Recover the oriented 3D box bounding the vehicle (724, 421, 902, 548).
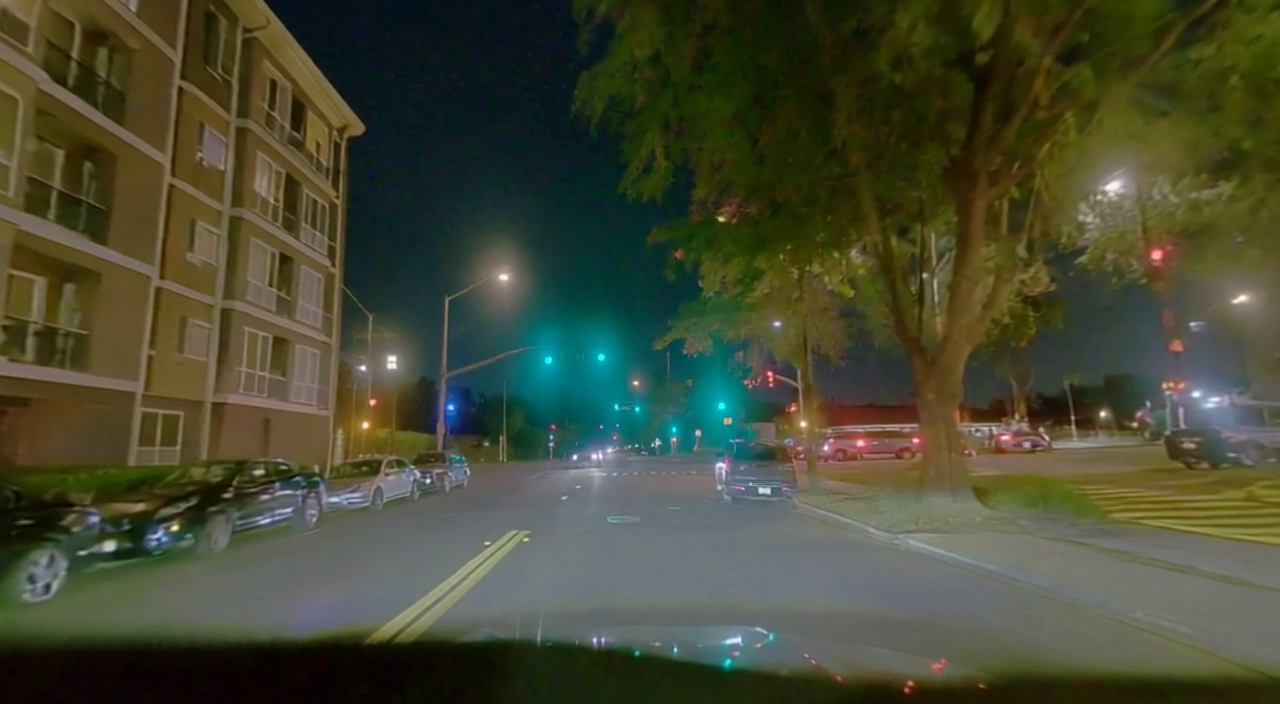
[{"bbox_3d":[3.013,2.328,12.299,2.034,1.689,4.978,0,-3,-1],"label":"vehicle"}]

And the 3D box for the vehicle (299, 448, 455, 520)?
[{"bbox_3d":[-6.270,3.165,15.759,1.934,1.484,4.630,0,-8,-1],"label":"vehicle"}]

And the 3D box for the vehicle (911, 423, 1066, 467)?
[{"bbox_3d":[12.123,3.256,22.163,4.348,1.439,1.907,0,-8,-5],"label":"vehicle"}]

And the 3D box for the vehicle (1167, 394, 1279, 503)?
[{"bbox_3d":[12.733,1.719,11.432,4.591,1.785,1.921,0,-8,0],"label":"vehicle"}]

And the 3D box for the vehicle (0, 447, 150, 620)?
[{"bbox_3d":[-6.374,1.485,4.873,1.789,1.462,4.313,0,-8,-1],"label":"vehicle"}]

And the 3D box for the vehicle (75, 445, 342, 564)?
[{"bbox_3d":[-6.573,2.286,10.223,1.713,1.531,3.685,0,-8,-1],"label":"vehicle"}]
